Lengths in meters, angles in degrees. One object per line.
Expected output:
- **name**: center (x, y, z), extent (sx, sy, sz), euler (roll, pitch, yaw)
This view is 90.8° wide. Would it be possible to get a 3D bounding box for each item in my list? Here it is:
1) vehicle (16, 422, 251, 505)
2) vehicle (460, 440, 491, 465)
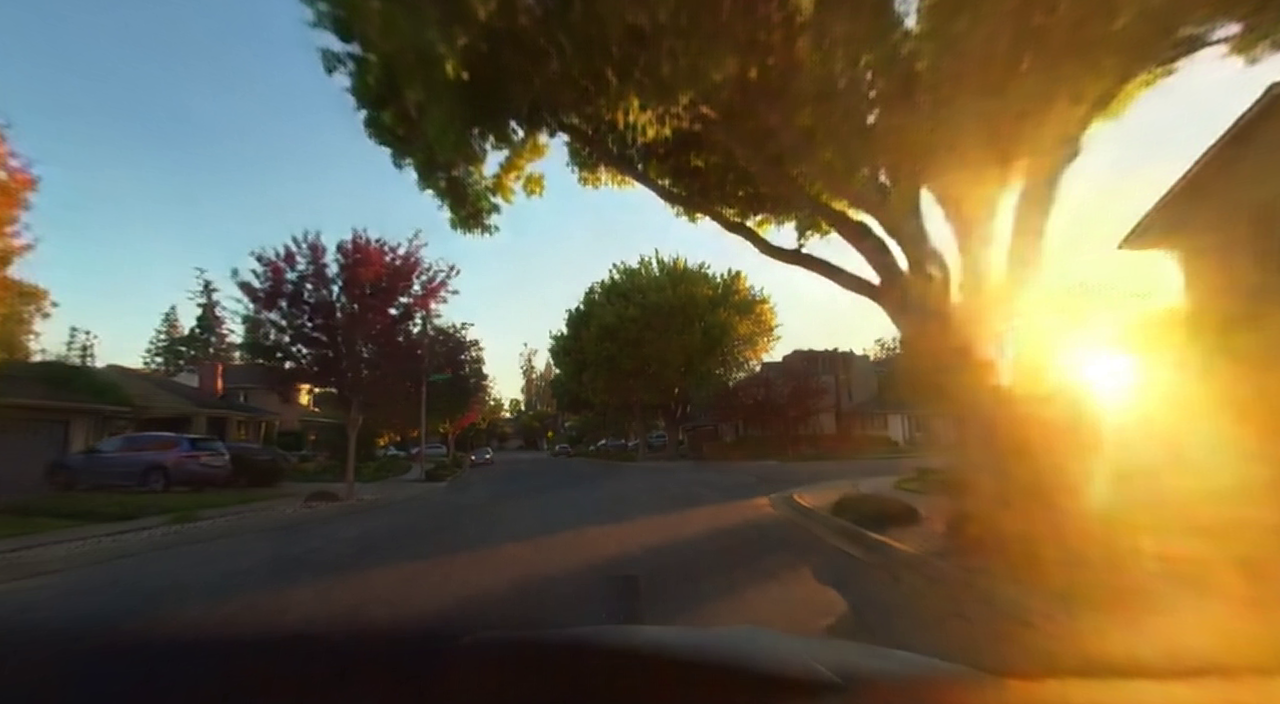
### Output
- **vehicle**: center (-14.732, 3.293, 18.899), extent (5.045, 1.835, 2.315), euler (-1, -10, -25)
- **vehicle**: center (-12.495, 7.607, 48.019), extent (2.152, 1.826, 4.725), euler (2, -9, -14)
